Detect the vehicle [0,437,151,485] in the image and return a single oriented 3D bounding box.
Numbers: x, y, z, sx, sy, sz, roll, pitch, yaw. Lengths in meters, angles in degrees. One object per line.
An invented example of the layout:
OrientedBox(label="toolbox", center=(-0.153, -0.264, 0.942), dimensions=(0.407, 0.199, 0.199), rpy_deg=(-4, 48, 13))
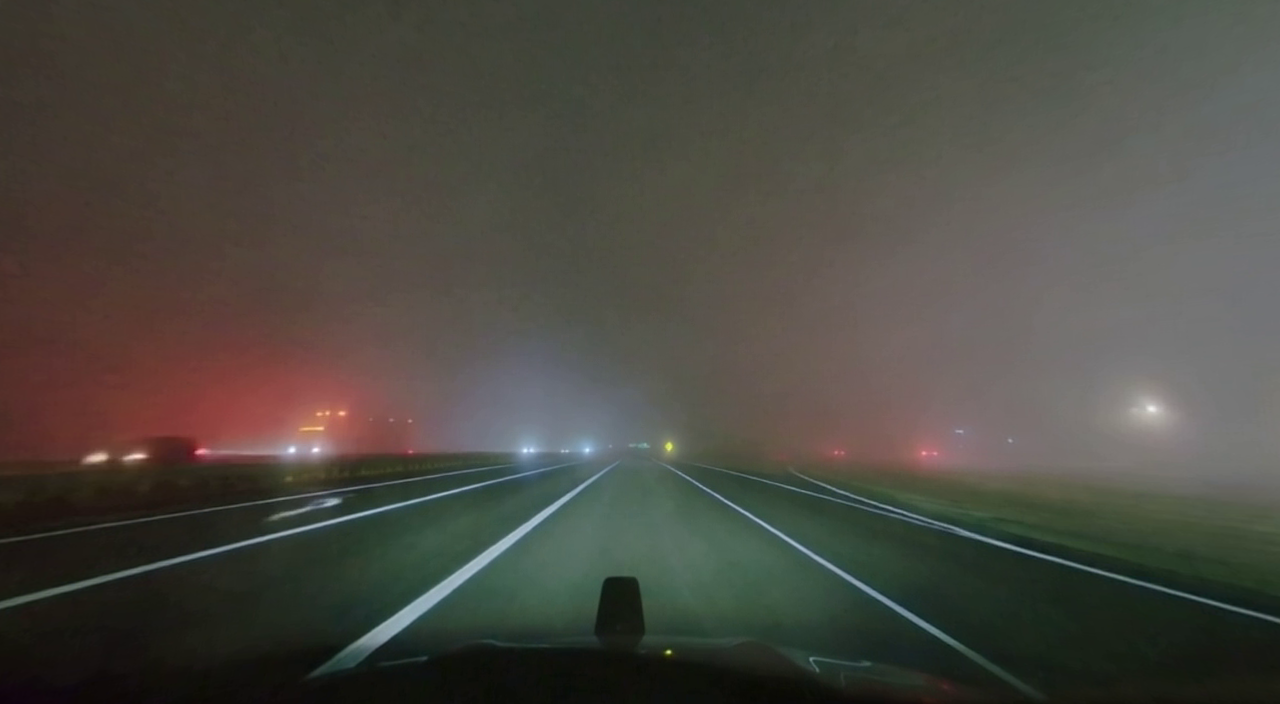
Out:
OrientedBox(label="vehicle", center=(-21.036, 4.069, 23.746), dimensions=(1.846, 1.601, 4.183), rpy_deg=(-1, -9, 1))
